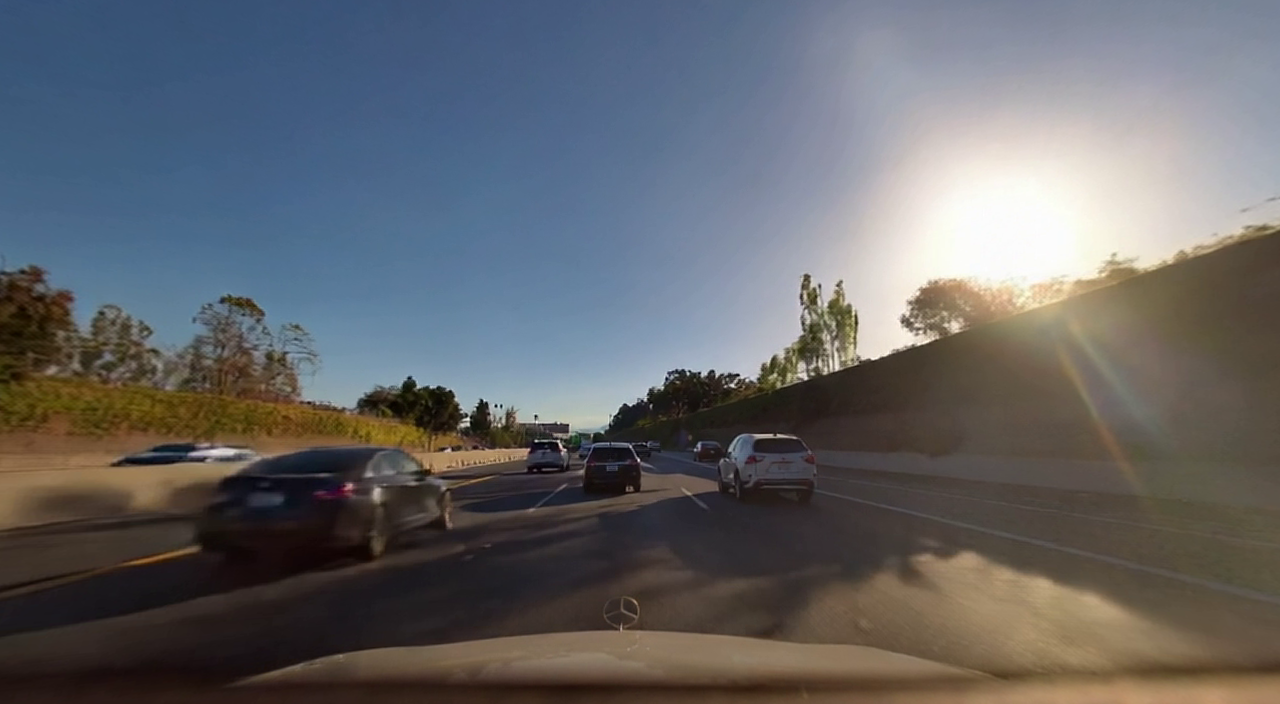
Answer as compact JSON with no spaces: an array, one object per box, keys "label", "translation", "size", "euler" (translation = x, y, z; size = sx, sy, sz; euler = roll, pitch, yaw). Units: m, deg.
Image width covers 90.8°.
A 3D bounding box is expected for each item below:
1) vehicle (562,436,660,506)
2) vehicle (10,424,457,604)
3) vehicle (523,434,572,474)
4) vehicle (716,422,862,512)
[{"label":"vehicle","translation":[-0.680,2.864,15.647],"size":[2.098,1.475,3.997],"euler":[0,-8,-2]},{"label":"vehicle","translation":[-4.242,1.776,8.119],"size":[2.214,1.512,5.389],"euler":[0,-8,-1]},{"label":"vehicle","translation":[-4.862,5.444,33.869],"size":[1.983,1.948,4.822],"euler":[0,-8,-1]},{"label":"vehicle","translation":[3.282,2.658,15.080],"size":[2.162,1.800,4.693],"euler":[0,-8,-2]}]
